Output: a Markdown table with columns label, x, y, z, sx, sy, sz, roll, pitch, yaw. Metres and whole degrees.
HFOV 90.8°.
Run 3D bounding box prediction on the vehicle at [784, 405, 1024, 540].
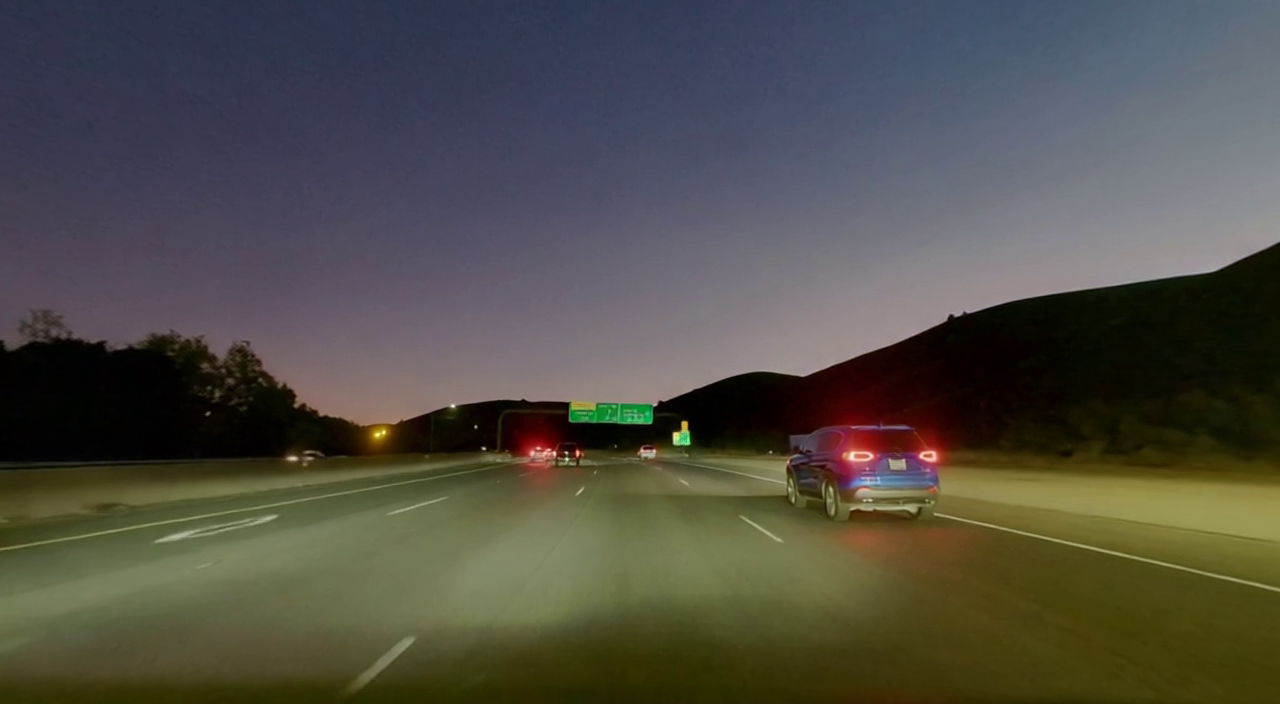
| label | x | y | z | sx | sy | sz | roll | pitch | yaw |
| --- | --- | --- | --- | --- | --- | --- | --- | --- | --- |
| vehicle | 4.338 | 2.081 | 11.514 | 2.103 | 1.903 | 4.837 | 0 | -9 | -2 |

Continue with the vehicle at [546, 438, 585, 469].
| label | x | y | z | sx | sy | sz | roll | pitch | yaw |
| --- | --- | --- | --- | --- | --- | --- | --- | --- | --- |
| vehicle | -5.567 | 7.639 | 47.749 | 2.537 | 2.121 | 5.251 | 0 | -9 | -3 |
